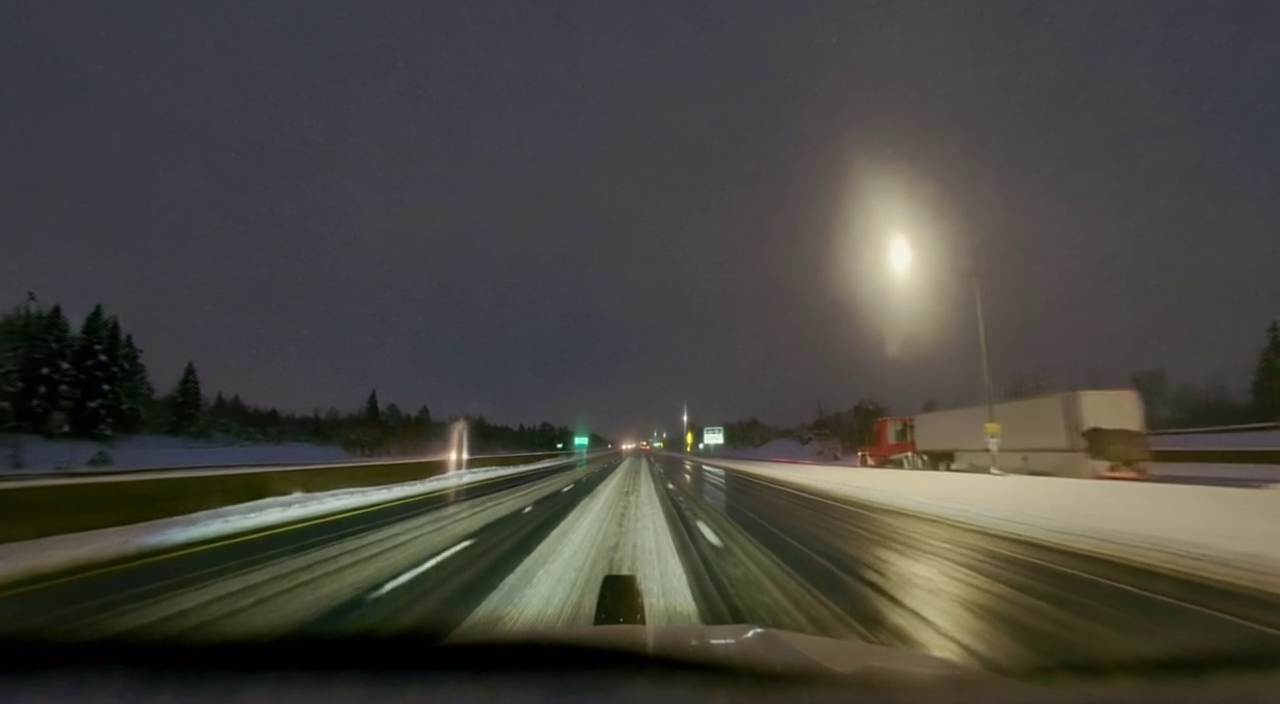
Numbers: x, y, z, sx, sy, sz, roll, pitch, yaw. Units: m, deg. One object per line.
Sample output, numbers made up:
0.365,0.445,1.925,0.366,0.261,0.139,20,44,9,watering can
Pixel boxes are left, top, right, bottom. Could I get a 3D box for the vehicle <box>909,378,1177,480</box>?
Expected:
20.105,4.403,34.044,2.939,4.193,15.754,1,-9,-5,vehicle
